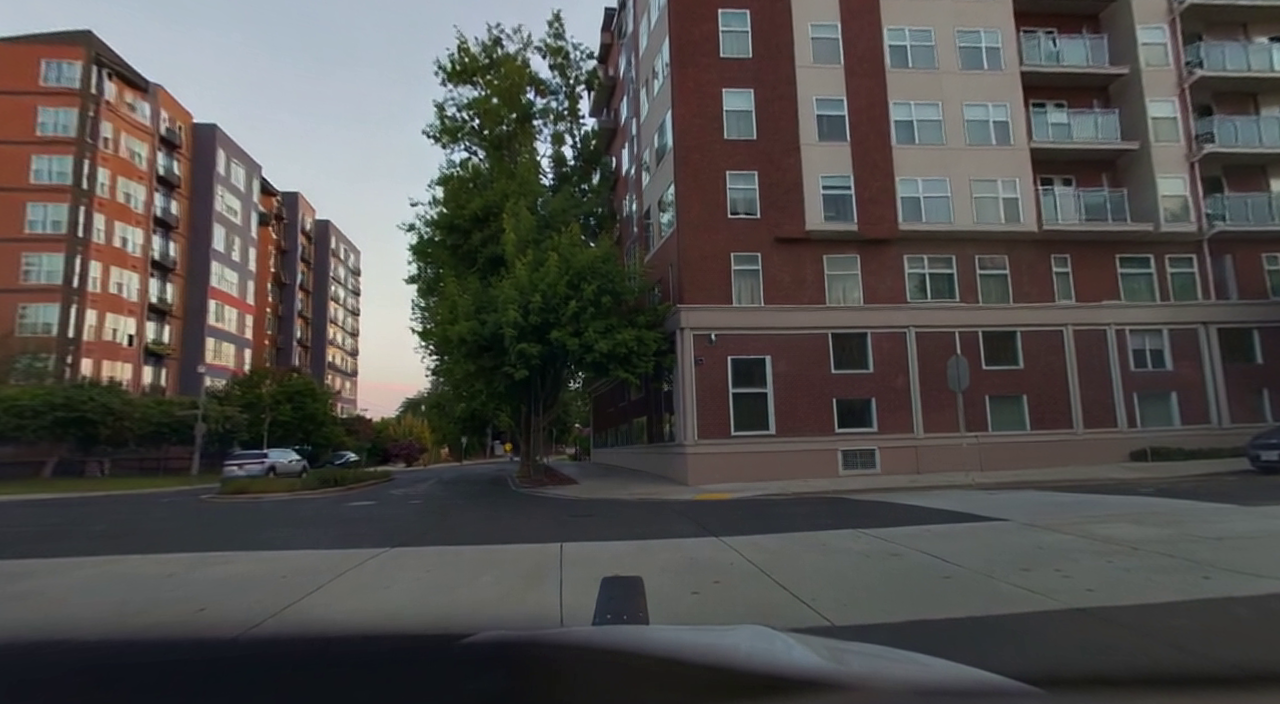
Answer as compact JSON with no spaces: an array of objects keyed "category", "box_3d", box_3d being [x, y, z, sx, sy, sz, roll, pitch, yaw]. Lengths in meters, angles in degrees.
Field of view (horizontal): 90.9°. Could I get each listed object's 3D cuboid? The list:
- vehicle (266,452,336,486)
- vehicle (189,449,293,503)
[{"category":"vehicle","box_3d":[-16.321,5.630,30.591,1.941,1.442,4.384,2,-9,-15]},{"category":"vehicle","box_3d":[-13.219,4.064,21.206,2.027,1.475,4.522,0,-8,-21]}]
